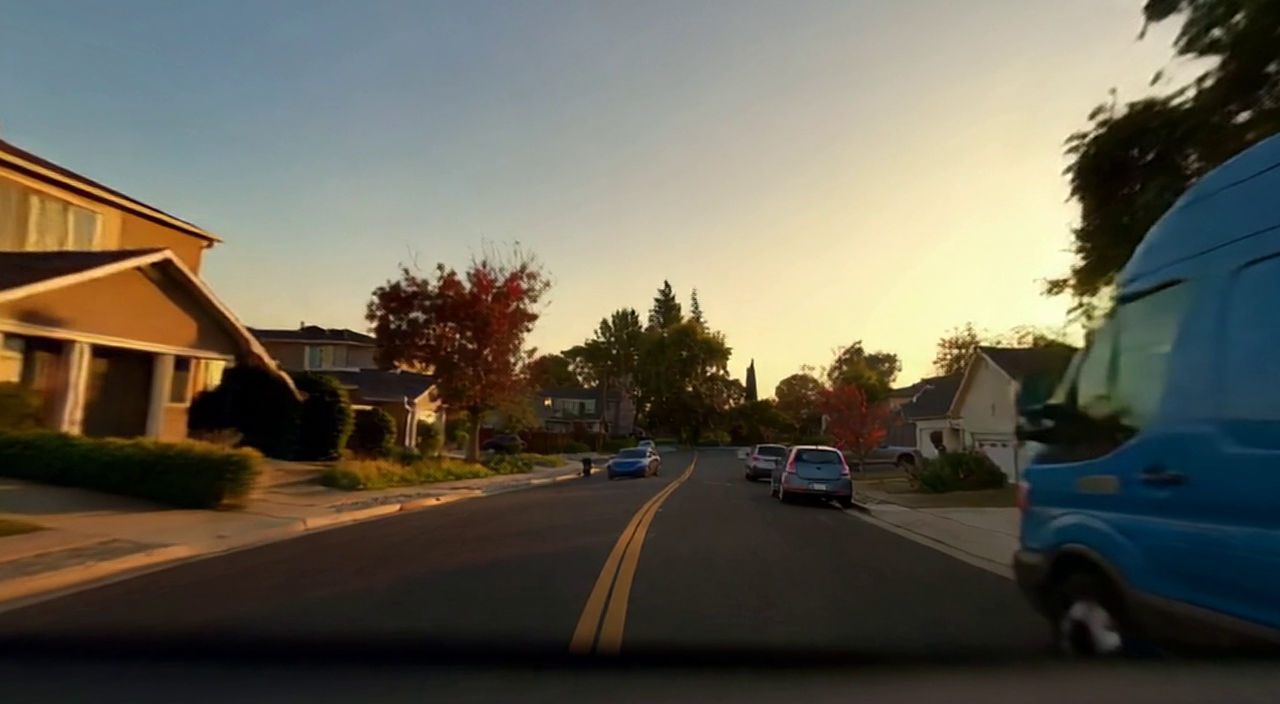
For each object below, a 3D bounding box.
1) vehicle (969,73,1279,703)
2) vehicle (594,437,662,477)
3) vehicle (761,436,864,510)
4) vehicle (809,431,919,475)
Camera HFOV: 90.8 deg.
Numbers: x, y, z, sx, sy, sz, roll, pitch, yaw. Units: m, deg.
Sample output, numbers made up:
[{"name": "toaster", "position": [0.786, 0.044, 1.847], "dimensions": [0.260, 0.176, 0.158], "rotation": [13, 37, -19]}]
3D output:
[{"name": "vehicle", "position": [3.644, 0.205, 1.037], "dimensions": [2.684, 2.712, 6.197], "rotation": [1, -8, -2]}, {"name": "vehicle", "position": [-0.445, 5.020, 30.554], "dimensions": [2.278, 1.704, 5.321], "rotation": [-1, -9, 11]}, {"name": "vehicle", "position": [4.357, 3.078, 16.607], "dimensions": [1.822, 1.668, 4.147], "rotation": [0, -8, 4]}, {"name": "vehicle", "position": [11.809, 5.389, 33.685], "dimensions": [4.912, 1.866, 2.359], "rotation": [-5, -9, 4]}]
